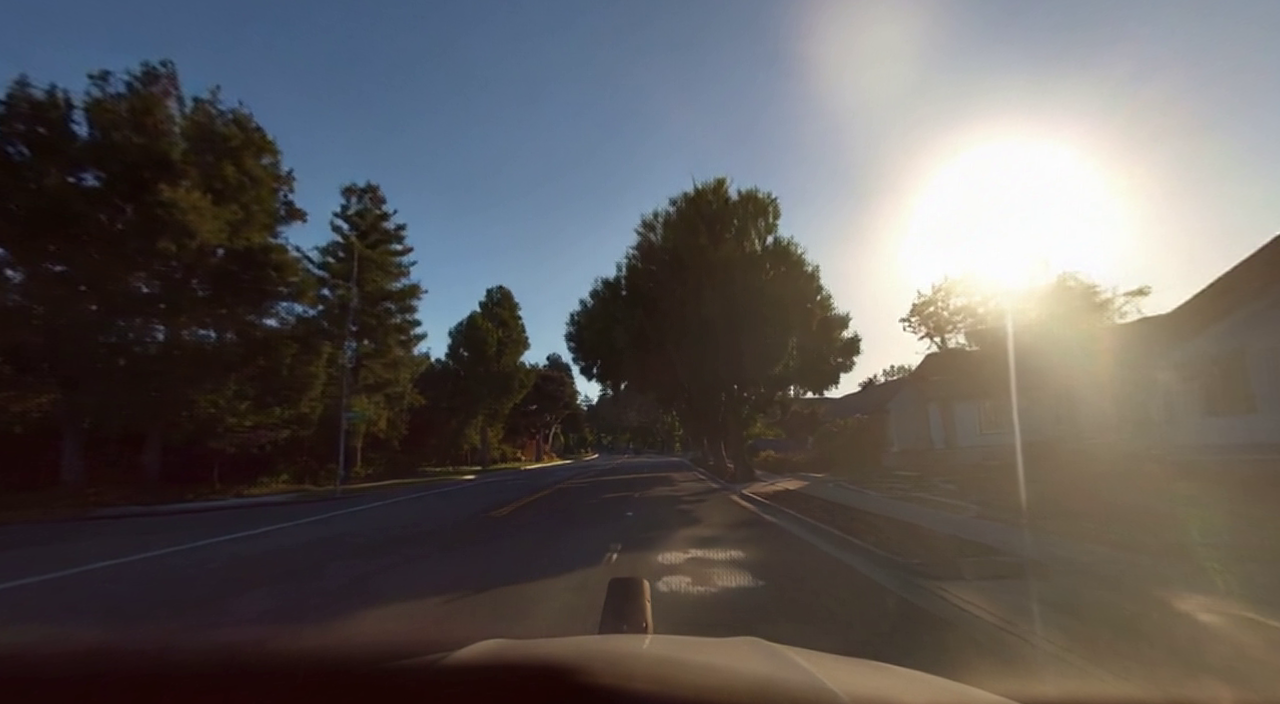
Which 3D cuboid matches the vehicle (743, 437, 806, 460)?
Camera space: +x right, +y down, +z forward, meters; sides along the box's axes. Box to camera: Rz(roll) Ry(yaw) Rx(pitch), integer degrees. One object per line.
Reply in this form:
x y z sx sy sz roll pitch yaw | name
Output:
9.654 6.962 45.531 4.153 1.605 1.835 1 -7 -1 | vehicle
